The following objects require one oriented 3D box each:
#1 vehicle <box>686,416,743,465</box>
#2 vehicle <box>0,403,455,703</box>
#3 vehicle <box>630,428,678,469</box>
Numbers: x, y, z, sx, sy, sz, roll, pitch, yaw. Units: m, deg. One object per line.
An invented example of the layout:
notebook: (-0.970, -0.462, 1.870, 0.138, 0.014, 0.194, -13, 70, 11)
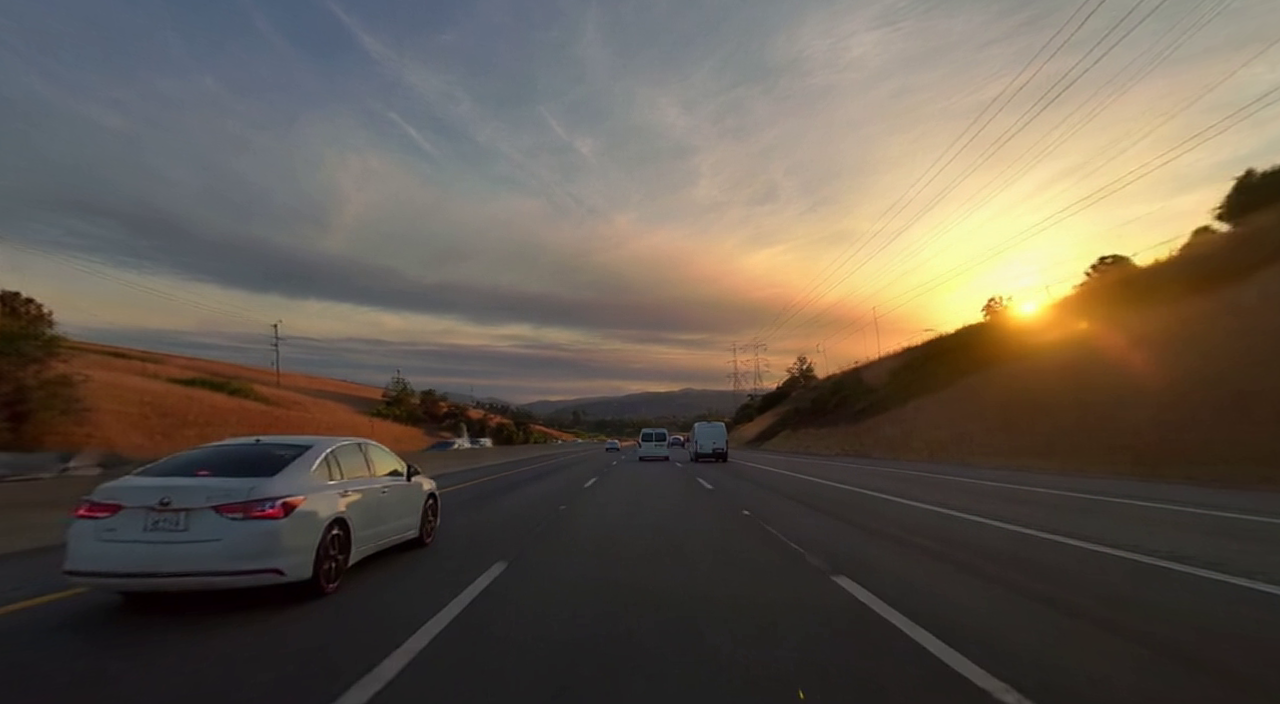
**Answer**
vehicle: (3.887, 4.757, 34.068, 2.348, 2.429, 5.172, 0, -8, -1)
vehicle: (-3.075, 1.266, 5.093, 1.890, 1.490, 4.202, 0, -8, 0)
vehicle: (0.594, 4.595, 30.270, 2.159, 1.811, 4.238, 0, -8, -1)
